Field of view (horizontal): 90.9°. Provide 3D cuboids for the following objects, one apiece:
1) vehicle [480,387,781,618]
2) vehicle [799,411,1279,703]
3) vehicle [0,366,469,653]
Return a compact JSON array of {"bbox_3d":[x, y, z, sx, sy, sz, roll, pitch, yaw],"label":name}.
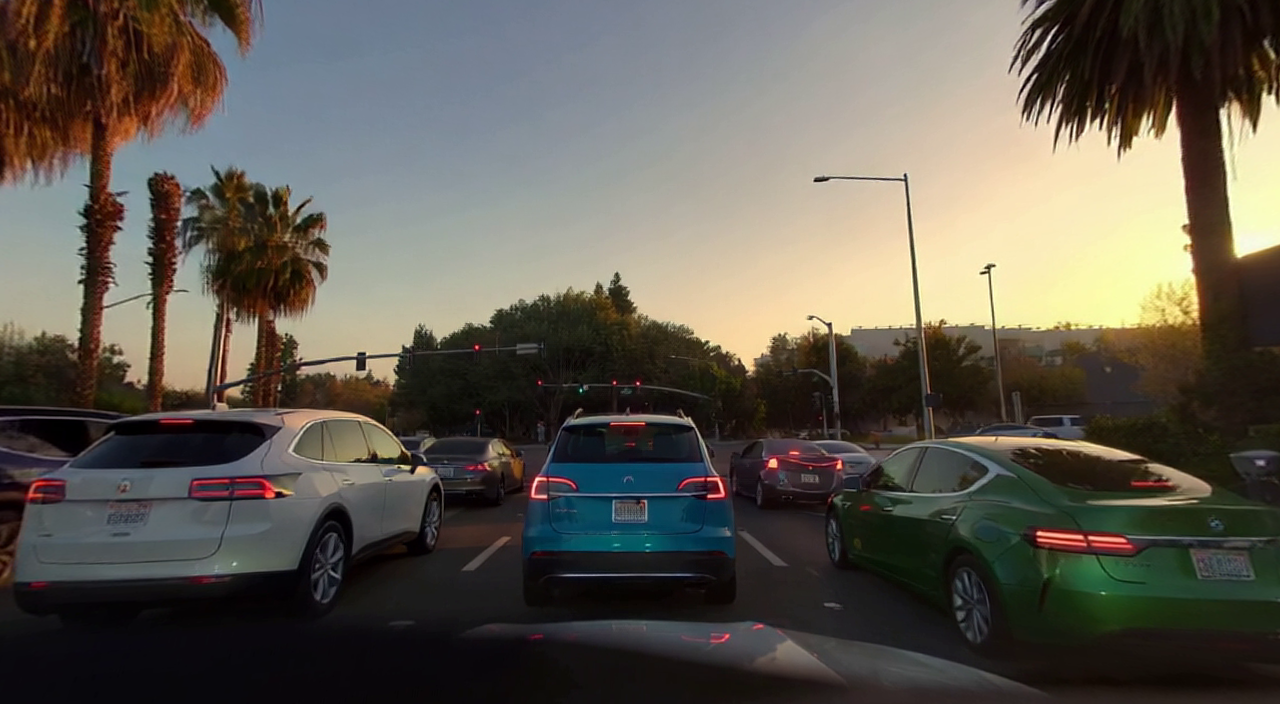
[{"bbox_3d":[-0.125,1.464,7.064,2.280,1.747,4.361,0,-8,-2],"label":"vehicle"},{"bbox_3d":[2.973,1.365,5.251,2.017,1.491,4.611,0,-8,-1],"label":"vehicle"},{"bbox_3d":[-3.340,1.283,6.128,2.014,1.755,4.360,0,-8,1],"label":"vehicle"}]
